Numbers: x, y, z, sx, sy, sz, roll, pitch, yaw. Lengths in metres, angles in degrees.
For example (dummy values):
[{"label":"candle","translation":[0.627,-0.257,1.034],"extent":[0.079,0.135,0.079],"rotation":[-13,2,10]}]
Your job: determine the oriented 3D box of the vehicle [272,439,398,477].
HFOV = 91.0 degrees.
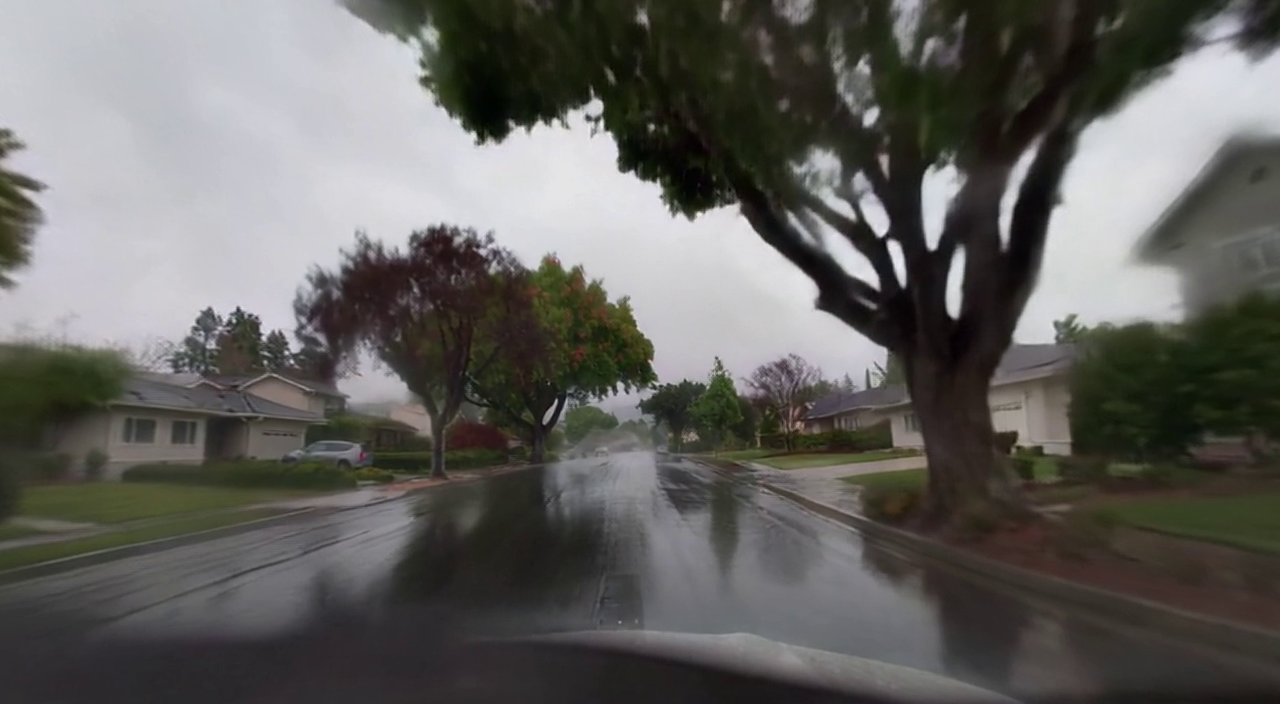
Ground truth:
[{"label":"vehicle","translation":[-14.092,4.898,29.259],"extent":[4.850,1.676,1.920],"rotation":[-1,-9,3]}]
